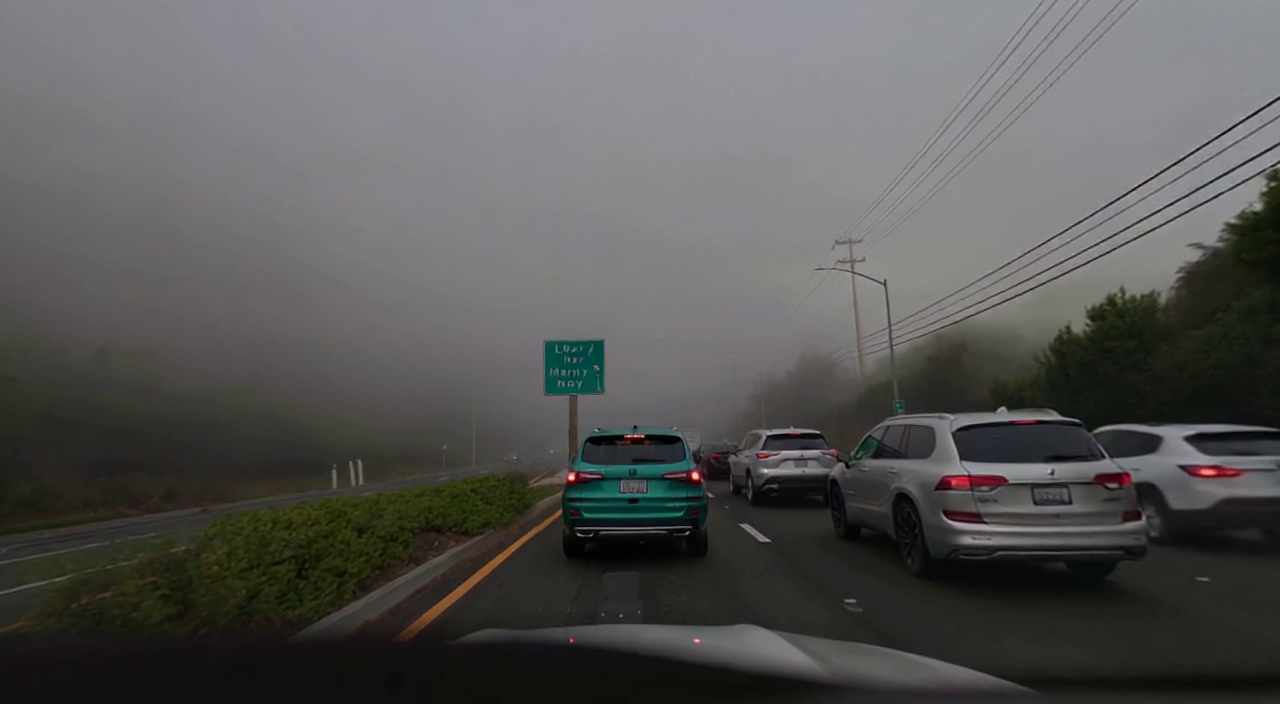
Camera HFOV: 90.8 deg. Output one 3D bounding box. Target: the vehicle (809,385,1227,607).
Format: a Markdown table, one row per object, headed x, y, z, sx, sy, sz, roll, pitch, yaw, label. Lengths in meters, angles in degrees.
| x | y | z | sx | sy | sz | roll | pitch | yaw | label |
| --- | --- | --- | --- | --- | --- | --- | --- | --- | --- |
| 3.514 | 1.426 | 7.100 | 2.001 | 1.707 | 4.250 | 0 | -8 | -1 | vehicle |

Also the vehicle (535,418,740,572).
| x | y | z | sx | sy | sz | roll | pitch | yaw | label |
| --- | --- | --- | --- | --- | --- | --- | --- | --- | --- |
| -0.058 | 1.848 | 8.986 | 2.199 | 1.641 | 4.232 | 0 | -8 | -1 | vehicle |

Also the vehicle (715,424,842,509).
| x | y | z | sx | sy | sz | roll | pitch | yaw | label |
| --- | --- | --- | --- | --- | --- | --- | --- | --- | --- |
| 3.268 | 2.815 | 16.008 | 2.097 | 1.818 | 4.625 | 0 | -8 | -1 | vehicle |

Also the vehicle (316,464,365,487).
| x | y | z | sx | sy | sz | roll | pitch | yaw | label |
| --- | --- | --- | --- | --- | --- | --- | --- | --- | --- |
| -22.906 | 9.463 | 48.482 | 1.847 | 1.554 | 3.926 | 0 | -8 | -1 | vehicle |
